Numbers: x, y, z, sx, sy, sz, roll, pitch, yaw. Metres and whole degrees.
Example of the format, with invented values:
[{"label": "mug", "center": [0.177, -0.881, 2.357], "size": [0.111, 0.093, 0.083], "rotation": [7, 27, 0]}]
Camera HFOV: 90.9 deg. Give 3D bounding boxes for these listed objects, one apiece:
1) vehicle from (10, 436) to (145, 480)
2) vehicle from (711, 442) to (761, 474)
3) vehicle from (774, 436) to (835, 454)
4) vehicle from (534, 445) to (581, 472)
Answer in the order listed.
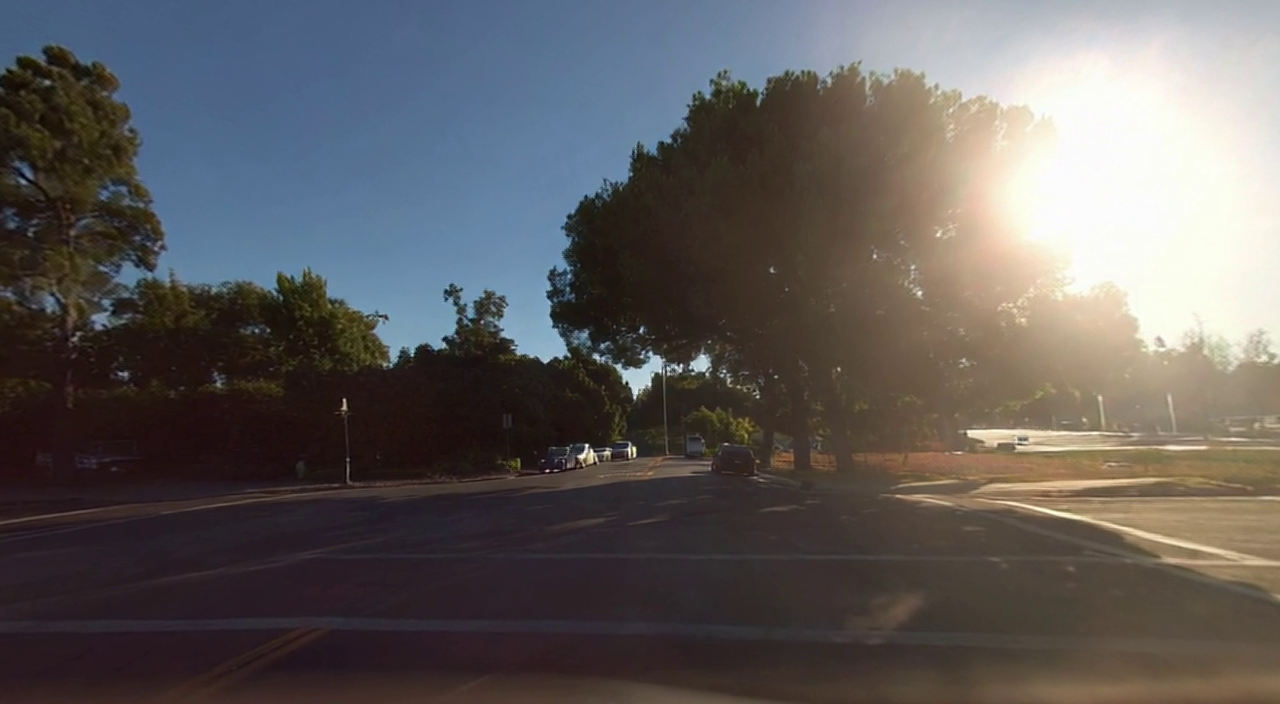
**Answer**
[{"label": "vehicle", "center": [-25.262, 4.731, 28.333], "size": [4.986, 1.796, 2.066], "rotation": [-2, -9, 17]}, {"label": "vehicle", "center": [4.686, 5.237, 31.448], "size": [2.051, 1.461, 4.100], "rotation": [0, -8, 3]}, {"label": "vehicle", "center": [12.906, 7.328, 49.625], "size": [4.310, 1.378, 1.698], "rotation": [0, -8, 3]}, {"label": "vehicle", "center": [-4.825, 6.308, 37.601], "size": [2.102, 1.507, 4.049], "rotation": [0, -8, 2]}]
